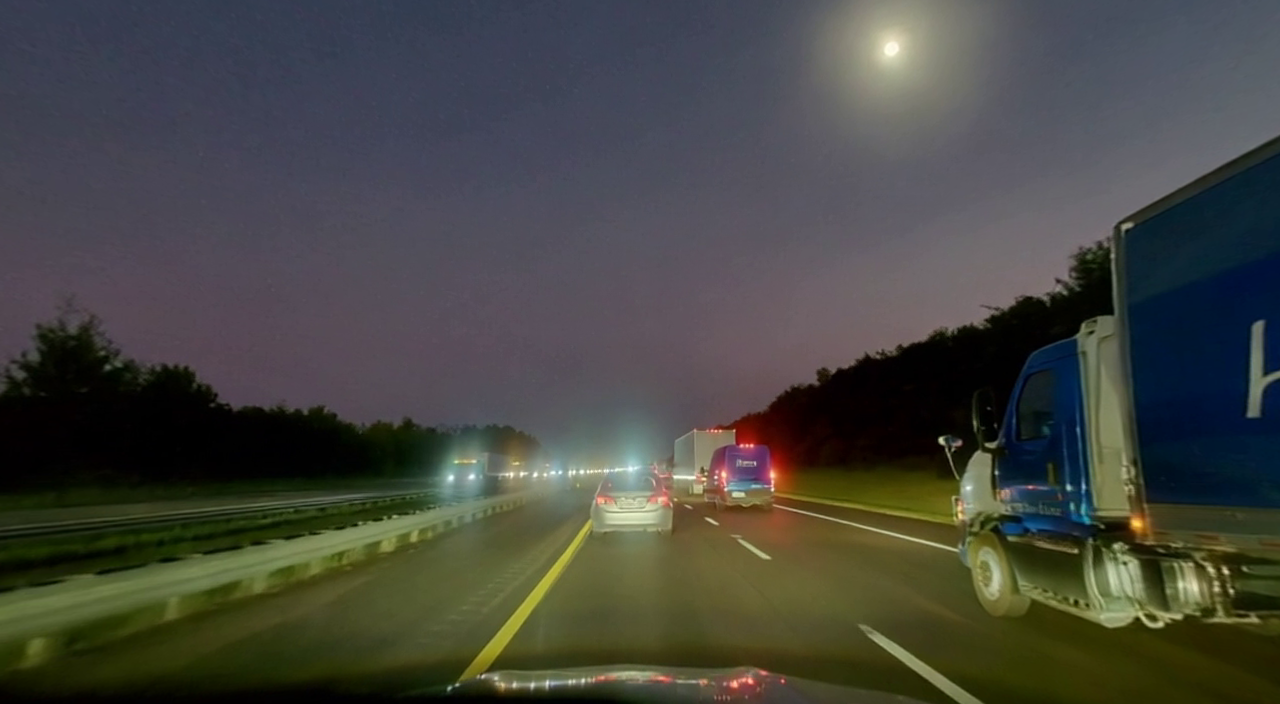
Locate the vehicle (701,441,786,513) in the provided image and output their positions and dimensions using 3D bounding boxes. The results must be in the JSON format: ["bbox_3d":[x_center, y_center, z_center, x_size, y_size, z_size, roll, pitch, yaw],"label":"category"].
[{"bbox_3d":[4.003,5.010,25.436,2.328,2.537,5.290,1,-11,-2],"label":"vehicle"}]

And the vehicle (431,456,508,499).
[{"bbox_3d":[-6.834,5.096,25.711,2.012,1.601,4.042,1,-11,0],"label":"vehicle"}]

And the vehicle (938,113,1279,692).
[{"bbox_3d":[5.627,0.315,3.992,2.890,3.726,9.269,1,-11,0],"label":"vehicle"}]

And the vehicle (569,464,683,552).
[{"bbox_3d":[-0.252,3.046,12.758,1.980,1.493,3.410,1,-11,-1],"label":"vehicle"}]
